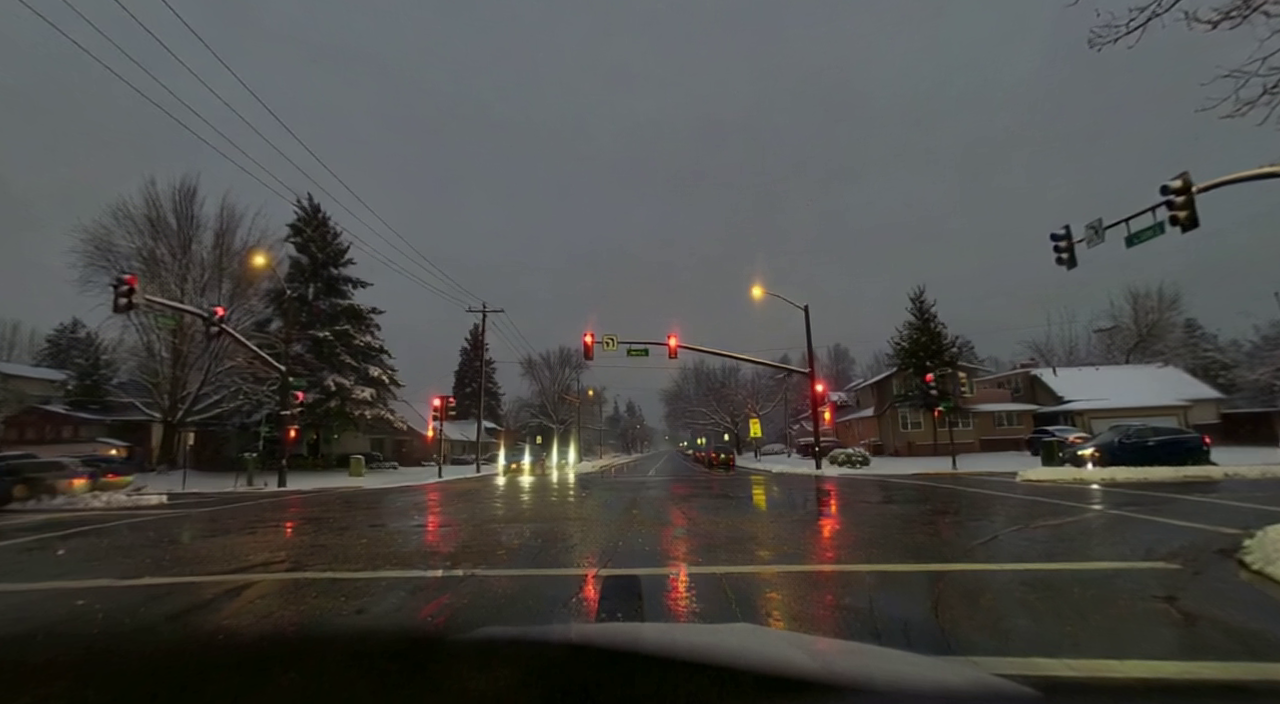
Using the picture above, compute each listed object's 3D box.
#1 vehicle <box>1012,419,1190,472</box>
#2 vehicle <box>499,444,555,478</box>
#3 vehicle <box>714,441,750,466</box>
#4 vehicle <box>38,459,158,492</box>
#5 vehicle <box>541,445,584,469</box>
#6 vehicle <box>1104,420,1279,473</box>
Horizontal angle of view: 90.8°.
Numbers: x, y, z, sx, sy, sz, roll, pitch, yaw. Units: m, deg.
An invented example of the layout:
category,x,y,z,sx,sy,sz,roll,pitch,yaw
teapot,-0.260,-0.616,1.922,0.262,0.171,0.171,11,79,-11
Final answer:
category,x,y,z,sx,sy,sz,roll,pitch,yaw
vehicle,15.995,3.272,22.132,4.452,1.711,2.186,0,-8,1
vehicle,-5.967,5.795,33.904,1.982,1.686,4.195,-1,-8,4
vehicle,6.227,6.958,43.309,1.891,1.611,4.269,0,-8,1
vehicle,-30.095,6.859,35.345,2.106,1.586,5.009,-1,-8,4
vehicle,-5.576,7.652,46.261,2.270,1.605,4.958,-1,-8,3
vehicle,16.962,2.841,19.027,4.345,1.517,1.913,0,-8,1
